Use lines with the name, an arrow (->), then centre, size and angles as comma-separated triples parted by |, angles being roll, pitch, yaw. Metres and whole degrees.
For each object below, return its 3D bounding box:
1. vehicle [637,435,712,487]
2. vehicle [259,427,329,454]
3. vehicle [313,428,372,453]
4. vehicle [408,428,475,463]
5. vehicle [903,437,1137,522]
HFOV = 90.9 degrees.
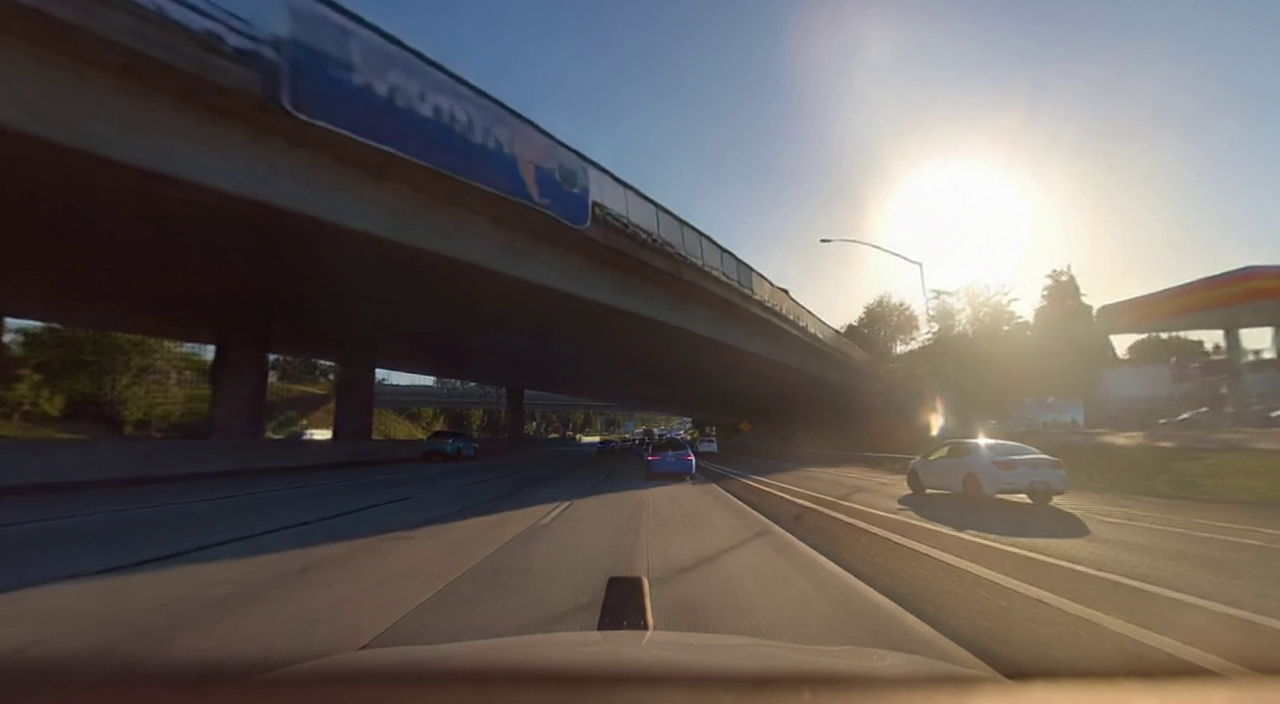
vehicle -> 0.966, 3.378, 19.891 | 2.113, 1.464, 4.073 | 0, -8, 0
vehicle -> -24.744, 6.383, 45.364 | 1.983, 1.756, 5.268 | -1, -8, 1
vehicle -> -20.984, 6.306, 44.688 | 1.901, 1.635, 4.548 | 0, -8, 1
vehicle -> -10.308, 4.915, 33.131 | 1.950, 1.664, 4.403 | -1, -8, 2
vehicle -> 7.461, 2.513, 13.063 | 2.030, 1.442, 4.358 | 0, -8, -2
